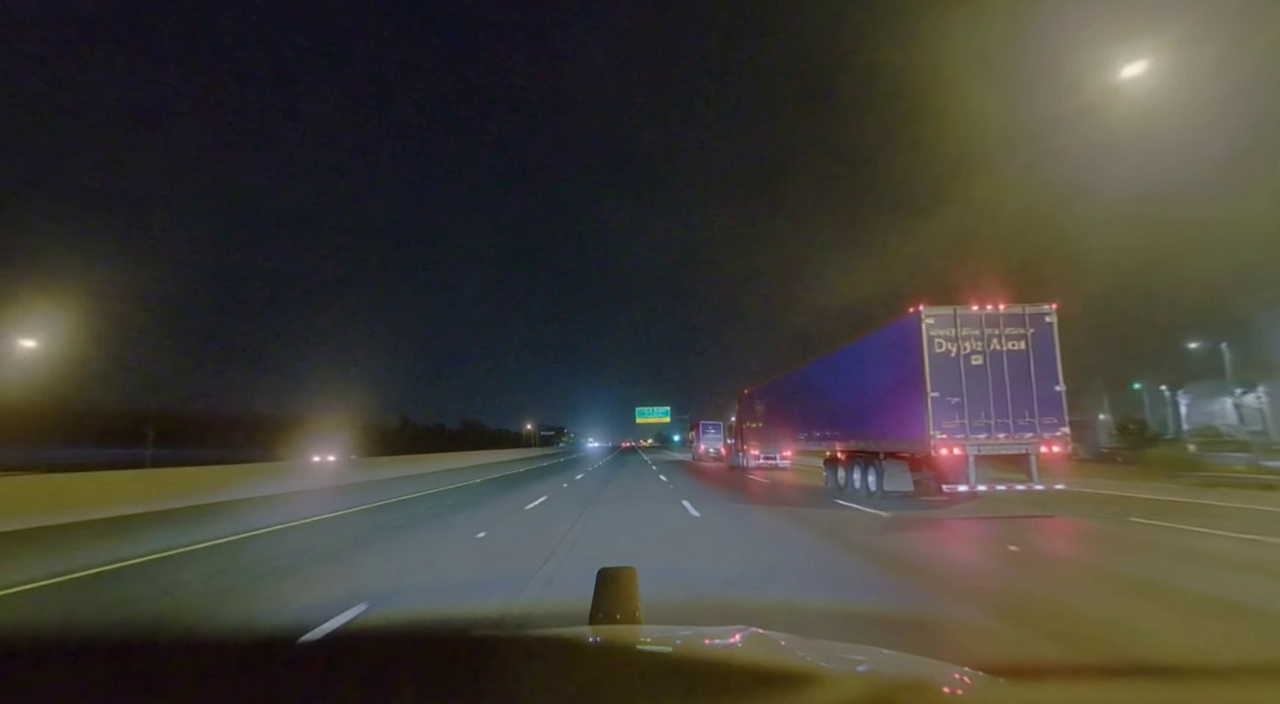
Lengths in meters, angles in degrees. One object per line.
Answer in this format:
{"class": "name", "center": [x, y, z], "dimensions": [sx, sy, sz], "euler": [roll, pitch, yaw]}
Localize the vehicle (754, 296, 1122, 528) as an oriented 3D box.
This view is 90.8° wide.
{"class": "vehicle", "center": [6.448, 2.142, 18.819], "dimensions": [2.962, 3.947, 16.241], "euler": [0, -8, -1]}
